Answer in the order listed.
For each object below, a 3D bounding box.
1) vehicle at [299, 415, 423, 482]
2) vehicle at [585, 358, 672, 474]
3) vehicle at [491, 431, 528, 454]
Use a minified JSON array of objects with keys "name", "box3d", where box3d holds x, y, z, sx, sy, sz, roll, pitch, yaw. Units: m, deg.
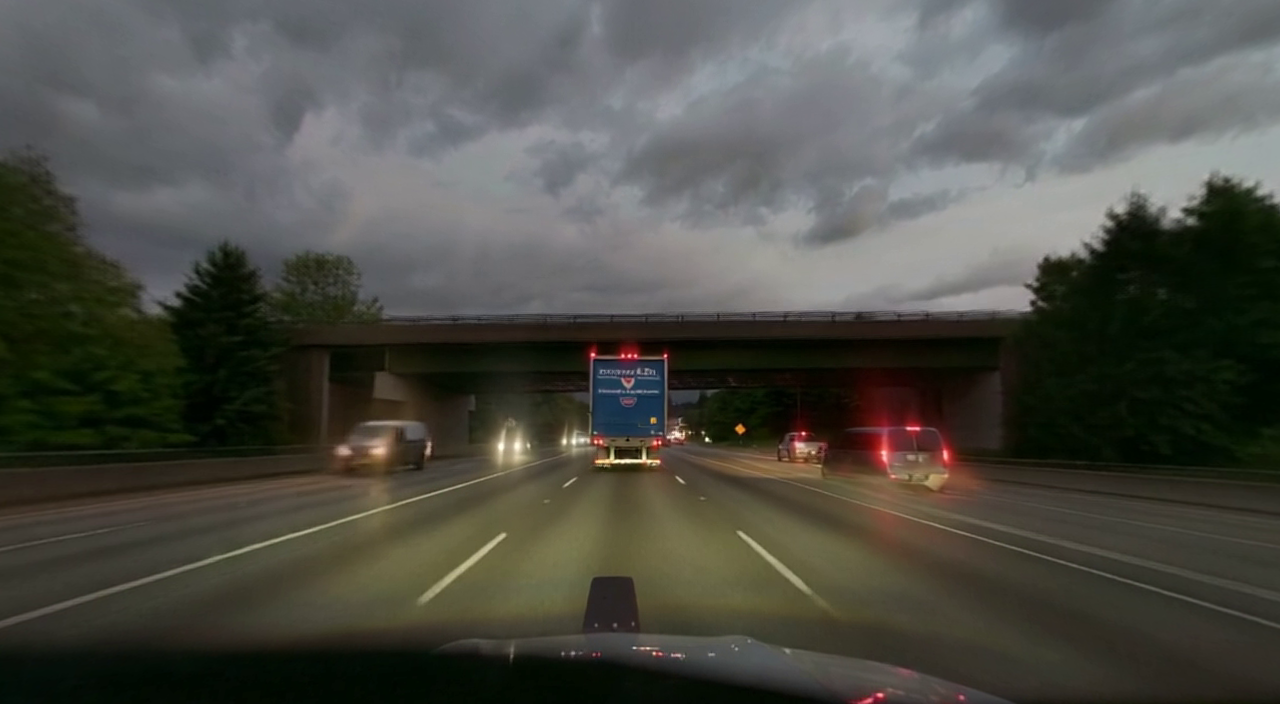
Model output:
[{"name":"vehicle","box3d":[-8.676,3.028,20.097,2.037,1.853,4.336,0,-8,-1]},{"name":"vehicle","box3d":[-0.626,2.795,26.167,2.895,3.861,10.213,0,-8,-3]},{"name":"vehicle","box3d":[-9.116,6.384,44.342,1.828,1.533,3.432,0,-8,1]}]
